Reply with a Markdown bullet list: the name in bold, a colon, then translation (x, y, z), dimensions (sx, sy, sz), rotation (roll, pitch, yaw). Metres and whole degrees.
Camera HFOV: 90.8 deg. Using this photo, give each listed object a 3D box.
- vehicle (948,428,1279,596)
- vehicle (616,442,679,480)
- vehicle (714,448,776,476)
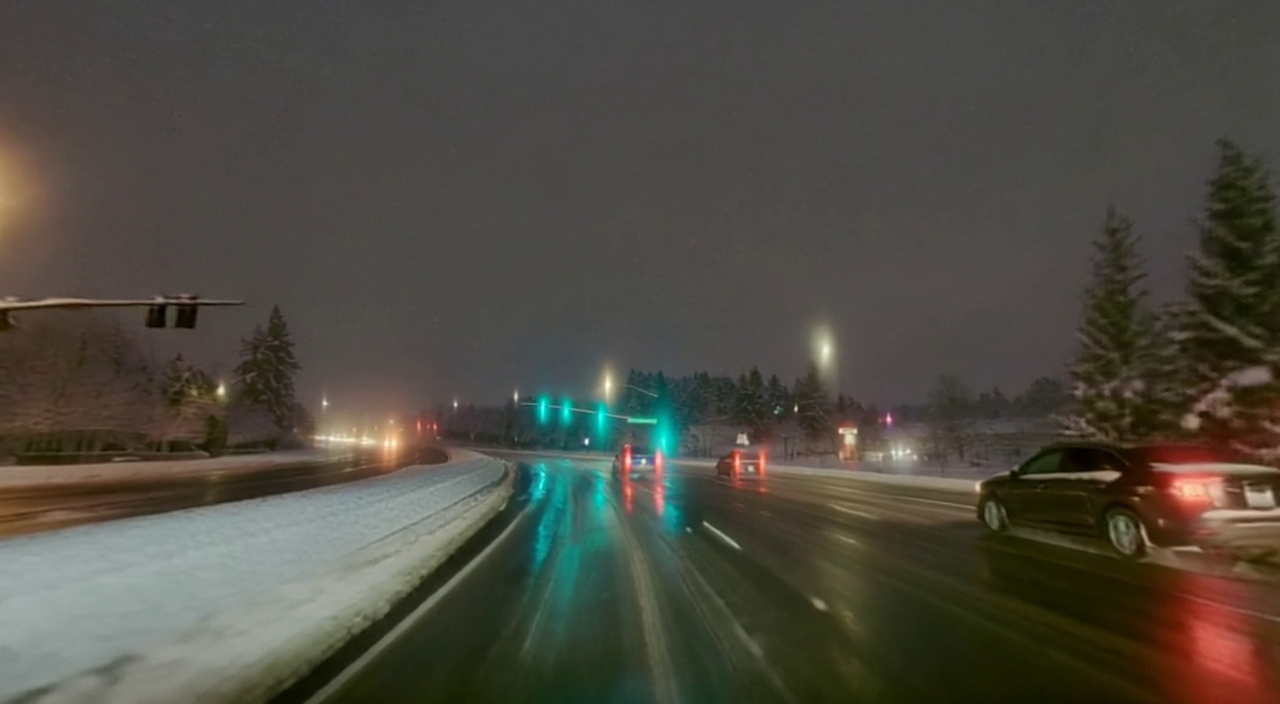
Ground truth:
- **vehicle**: translation (5.987, 1.750, 7.883), dimensions (1.882, 1.476, 4.344), rotation (0, -8, -3)
- **vehicle**: translation (0.255, 5.146, 30.189), dimensions (2.122, 1.646, 4.525), rotation (2, -9, -11)
- **vehicle**: translation (5.949, 6.281, 36.365), dimensions (1.940, 1.460, 4.652), rotation (2, -9, -12)
